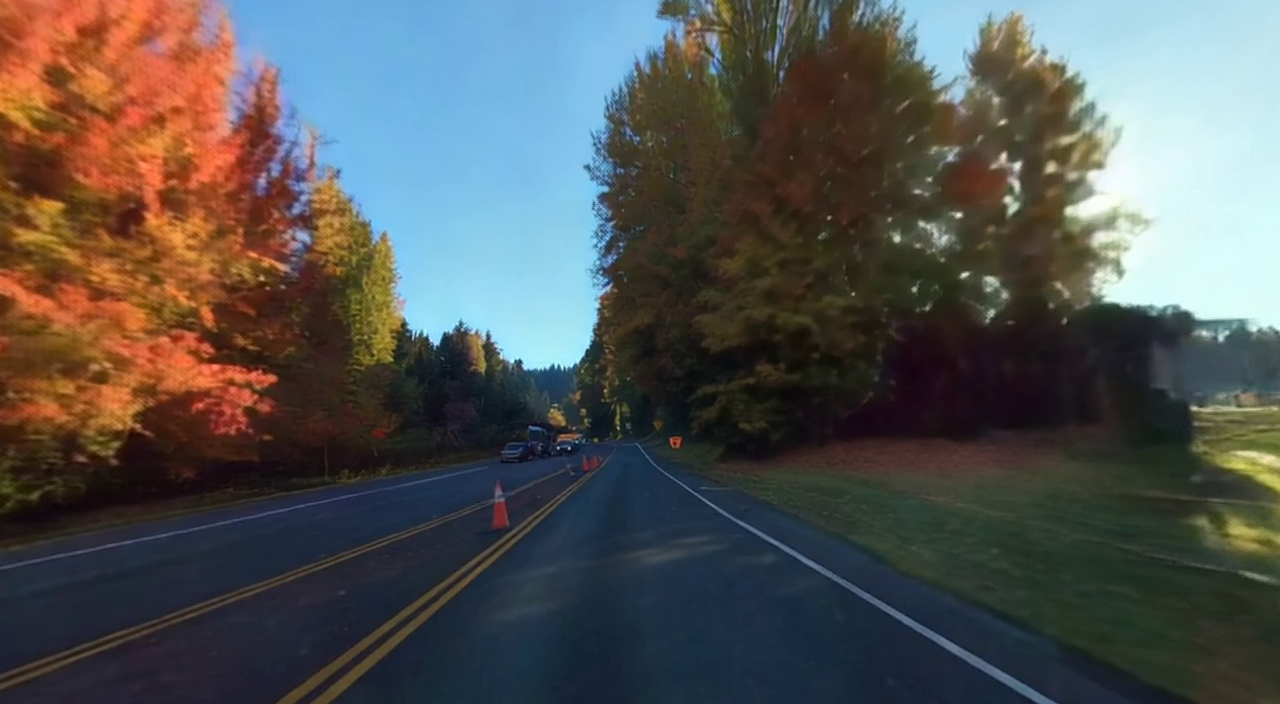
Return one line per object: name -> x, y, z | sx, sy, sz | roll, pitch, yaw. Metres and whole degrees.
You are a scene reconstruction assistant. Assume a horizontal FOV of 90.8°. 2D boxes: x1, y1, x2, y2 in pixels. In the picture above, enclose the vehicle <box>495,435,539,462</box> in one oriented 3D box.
vehicle -> -8.701, 6.850, 45.128 | 1.991, 1.759, 4.443 | -3, -8, 3
